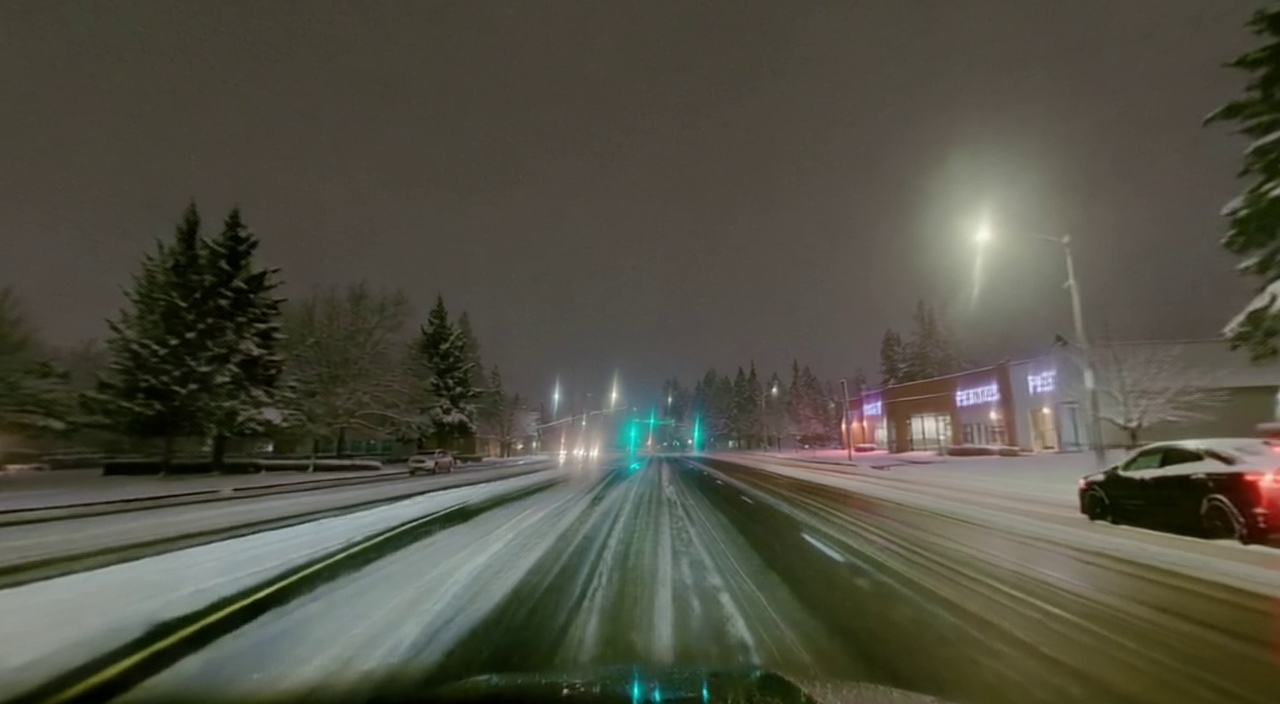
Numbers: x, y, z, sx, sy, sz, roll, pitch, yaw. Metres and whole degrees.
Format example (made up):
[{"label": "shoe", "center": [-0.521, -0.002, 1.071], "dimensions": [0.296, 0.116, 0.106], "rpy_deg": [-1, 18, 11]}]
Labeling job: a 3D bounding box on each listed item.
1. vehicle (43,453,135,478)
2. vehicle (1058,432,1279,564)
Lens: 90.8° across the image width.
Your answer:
[{"label": "vehicle", "center": [-38.694, 7.962, 44.439], "dimensions": [4.594, 1.564, 1.900], "rpy_deg": [-1, -8, -2]}, {"label": "vehicle", "center": [8.135, 1.867, 8.695], "dimensions": [1.936, 1.460, 4.258], "rpy_deg": [0, -8, 2]}]
